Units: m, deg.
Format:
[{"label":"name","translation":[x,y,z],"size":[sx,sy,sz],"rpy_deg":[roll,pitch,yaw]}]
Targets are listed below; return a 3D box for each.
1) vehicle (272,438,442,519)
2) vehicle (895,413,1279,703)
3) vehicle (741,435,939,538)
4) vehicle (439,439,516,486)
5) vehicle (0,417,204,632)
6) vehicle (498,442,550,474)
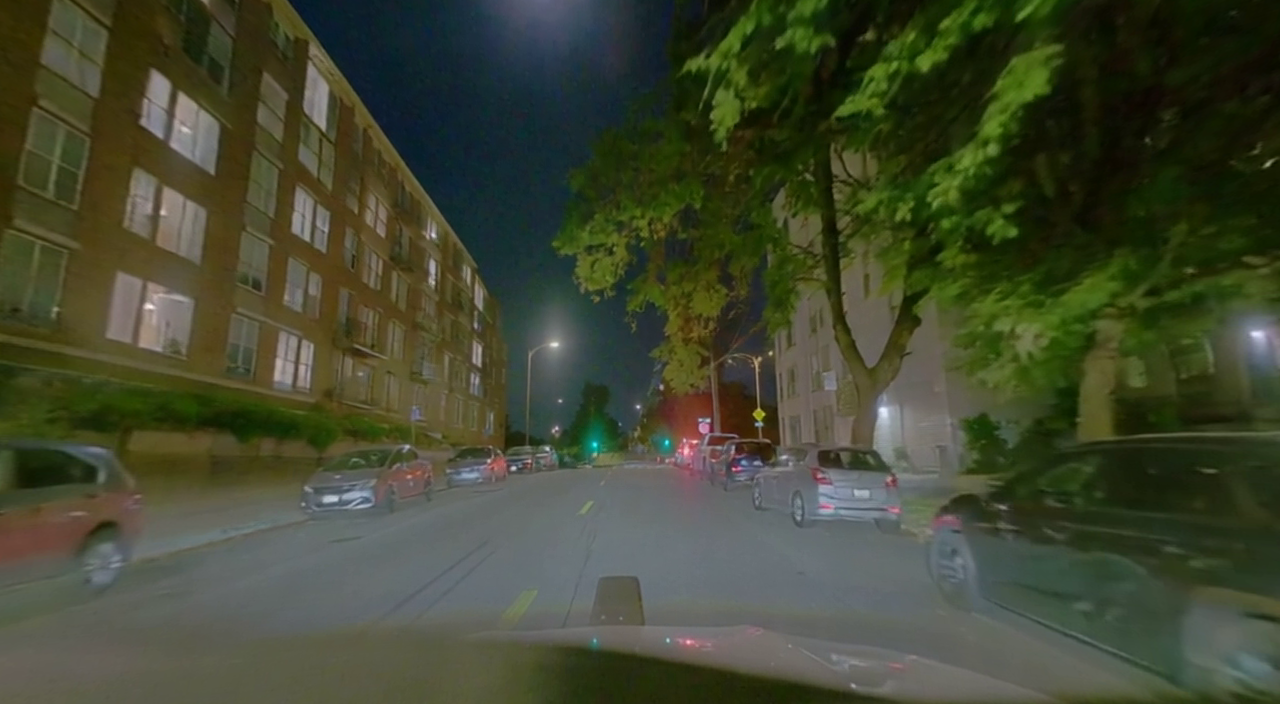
[{"label":"vehicle","translation":[-6.477,2.911,15.140],"size":[2.100,1.640,4.341],"rpy_deg":[0,-8,-1]},{"label":"vehicle","translation":[3.500,1.136,3.451],"size":[2.041,1.488,5.026],"rpy_deg":[0,-8,-1]},{"label":"vehicle","translation":[3.361,2.351,11.885],"size":[1.948,1.502,5.013],"rpy_deg":[0,-8,-2]},{"label":"vehicle","translation":[-6.458,4.397,25.576],"size":[1.947,1.707,4.352],"rpy_deg":[0,-8,0]},{"label":"vehicle","translation":[-6.241,1.423,5.244],"size":[2.023,1.740,4.567],"rpy_deg":[0,-8,-1]},{"label":"vehicle","translation":[-6.445,5.921,35.557],"size":[2.069,1.647,4.359],"rpy_deg":[-1,-8,0]}]
